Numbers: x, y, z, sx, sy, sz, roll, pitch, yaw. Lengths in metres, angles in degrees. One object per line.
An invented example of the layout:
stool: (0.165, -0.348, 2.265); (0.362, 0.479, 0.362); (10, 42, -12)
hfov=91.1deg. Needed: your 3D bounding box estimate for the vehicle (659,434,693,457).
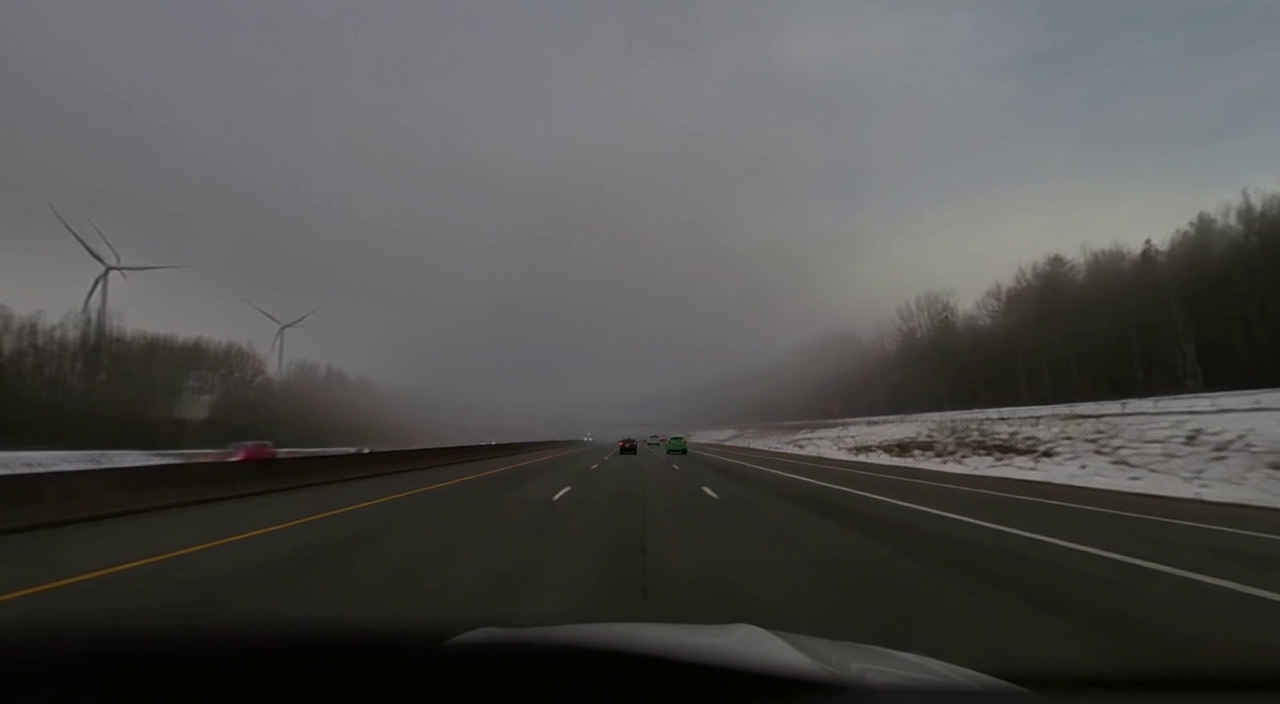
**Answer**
vehicle: (2.560, 6.752, 45.614); (2.041, 1.551, 3.974); (0, -8, -3)
